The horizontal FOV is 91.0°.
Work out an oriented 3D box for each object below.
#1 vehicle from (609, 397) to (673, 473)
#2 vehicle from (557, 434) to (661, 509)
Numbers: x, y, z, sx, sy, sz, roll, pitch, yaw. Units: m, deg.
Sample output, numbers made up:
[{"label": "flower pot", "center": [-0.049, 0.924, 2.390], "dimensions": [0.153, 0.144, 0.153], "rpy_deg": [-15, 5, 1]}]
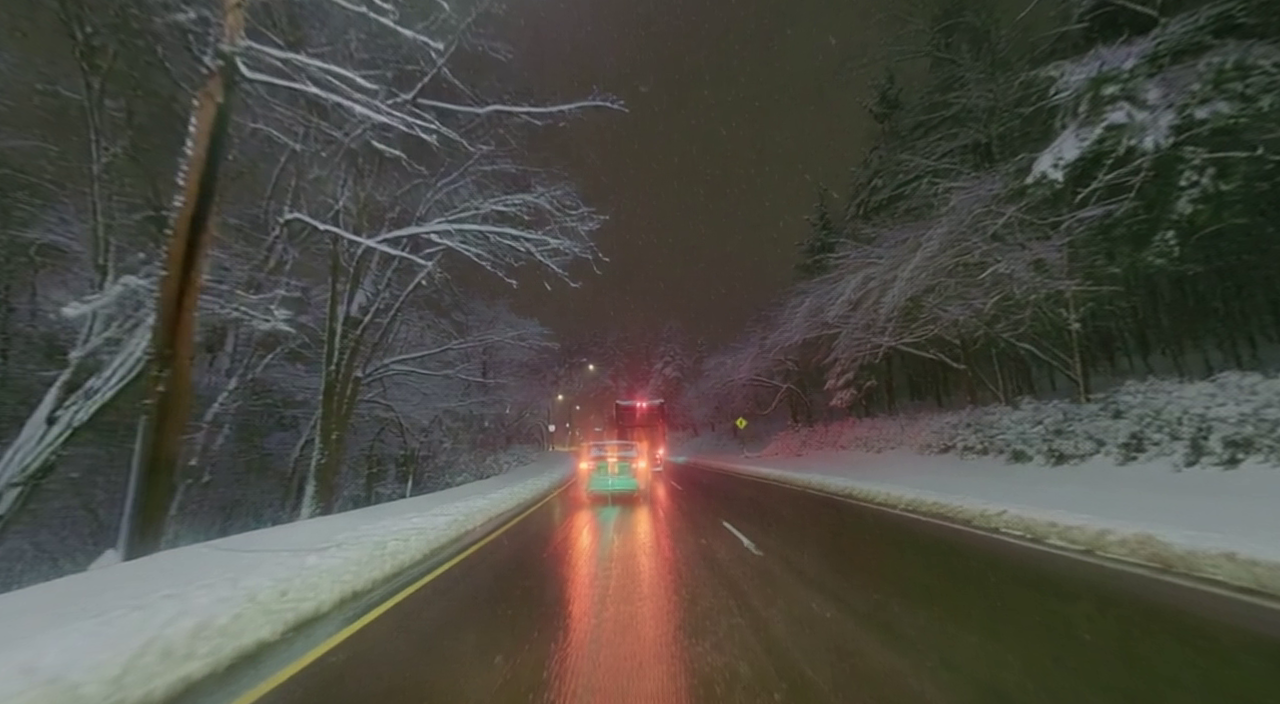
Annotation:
[{"label": "vehicle", "center": [-0.010, 4.921, 36.588], "dimensions": [3.085, 3.682, 11.755], "rpy_deg": [0, -8, -1]}, {"label": "vehicle", "center": [-0.602, 2.701, 14.699], "dimensions": [2.076, 1.490, 4.078], "rpy_deg": [0, -8, 0]}]
